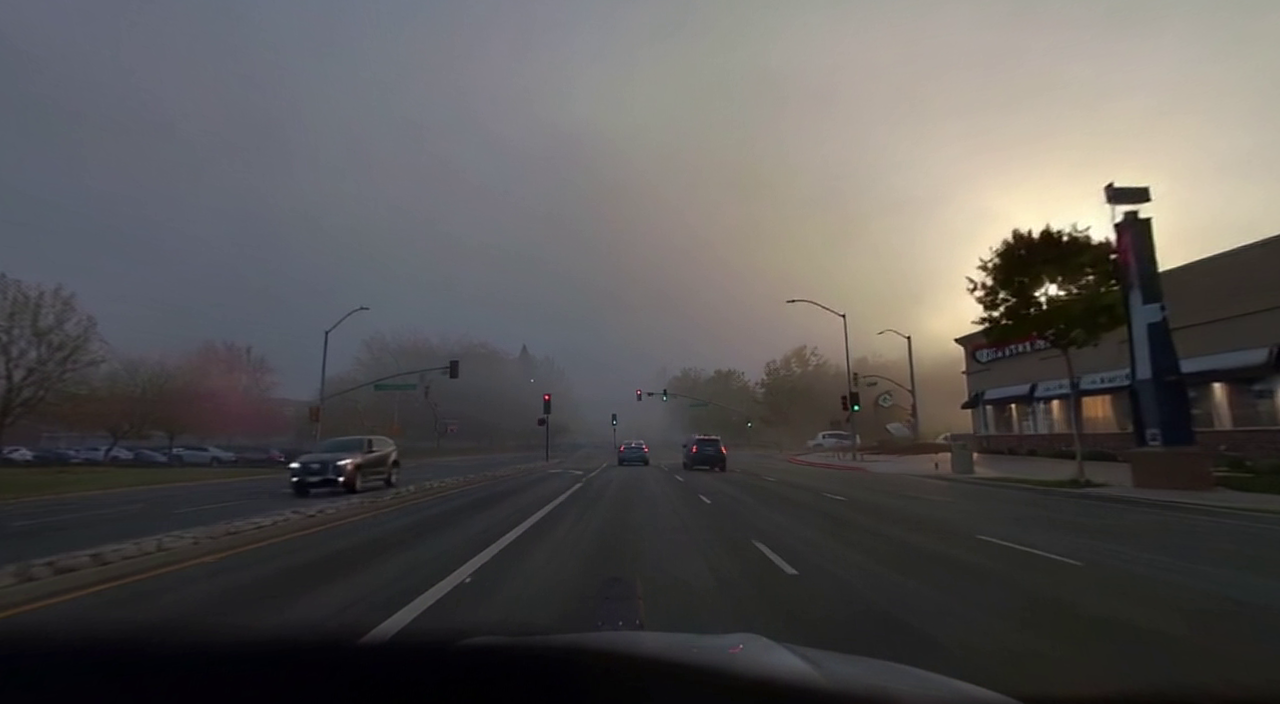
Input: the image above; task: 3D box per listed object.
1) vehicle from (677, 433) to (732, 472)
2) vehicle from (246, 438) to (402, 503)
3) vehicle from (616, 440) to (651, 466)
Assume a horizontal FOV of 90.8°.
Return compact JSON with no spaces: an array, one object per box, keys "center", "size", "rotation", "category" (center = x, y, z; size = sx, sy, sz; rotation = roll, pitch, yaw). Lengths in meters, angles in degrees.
[{"center":[3.046,4.882,30.749],"size":[2.103,1.726,4.385],"rotation":[0,-9,-2],"category":"vehicle"},{"center":[-8.265,3.118,17.048],"size":[1.969,1.526,4.261],"rotation":[0,-9,0],"category":"vehicle"},{"center":[-0.379,6.172,38.697],"size":[2.035,1.474,3.779],"rotation":[0,-9,1],"category":"vehicle"}]
